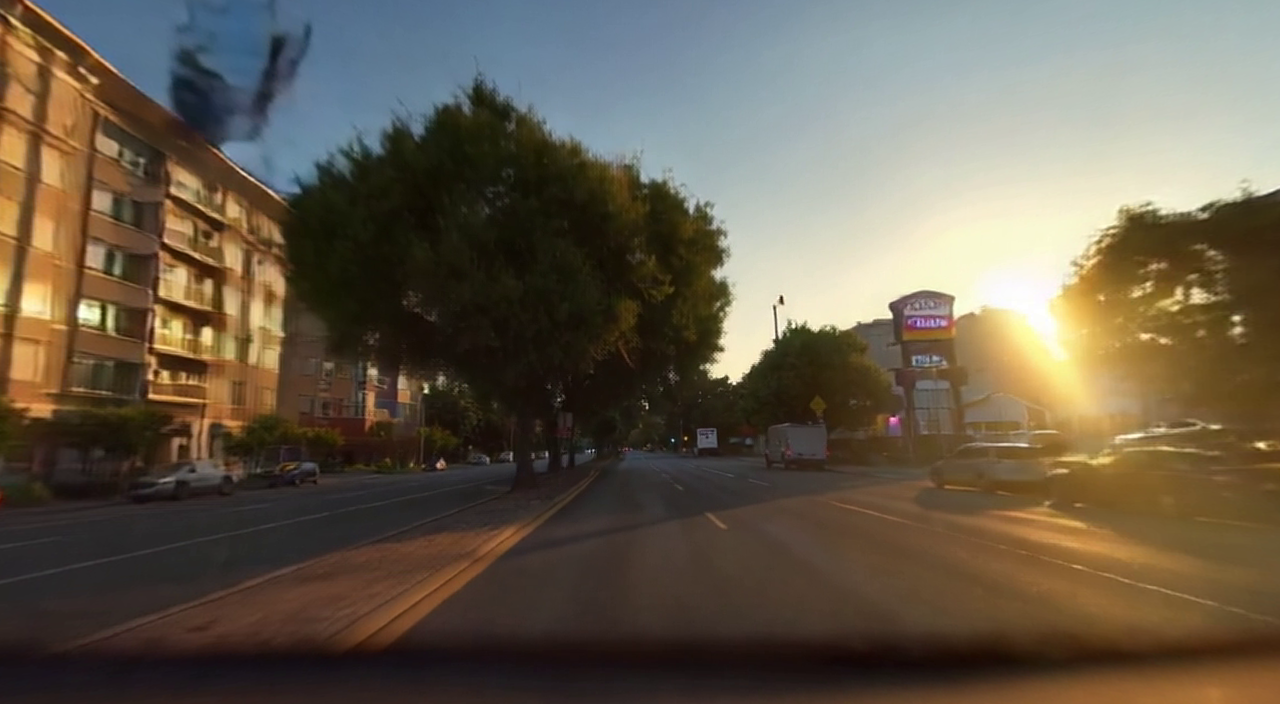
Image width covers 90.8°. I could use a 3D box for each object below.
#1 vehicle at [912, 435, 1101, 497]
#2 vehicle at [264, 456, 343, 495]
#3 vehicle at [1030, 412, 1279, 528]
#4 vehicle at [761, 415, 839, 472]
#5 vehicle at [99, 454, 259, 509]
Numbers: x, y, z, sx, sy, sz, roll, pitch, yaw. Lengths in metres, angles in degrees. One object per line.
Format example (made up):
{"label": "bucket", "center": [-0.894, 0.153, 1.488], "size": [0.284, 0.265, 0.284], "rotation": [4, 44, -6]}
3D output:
{"label": "vehicle", "center": [10.128, 3.209, 18.098], "size": [2.170, 1.492, 5.038], "rotation": [1, -9, -3]}
{"label": "vehicle", "center": [-19.310, 7.051, 36.477], "size": [2.042, 1.773, 4.914], "rotation": [-4, -8, -2]}
{"label": "vehicle", "center": [10.125, 2.121, 11.908], "size": [2.183, 1.698, 5.010], "rotation": [0, -9, -2]}
{"label": "vehicle", "center": [9.832, 5.742, 39.652], "size": [2.917, 3.205, 6.985], "rotation": [0, -8, -1]}
{"label": "vehicle", "center": [-19.113, 5.343, 26.693], "size": [2.247, 1.820, 5.907], "rotation": [-3, -8, 2]}
